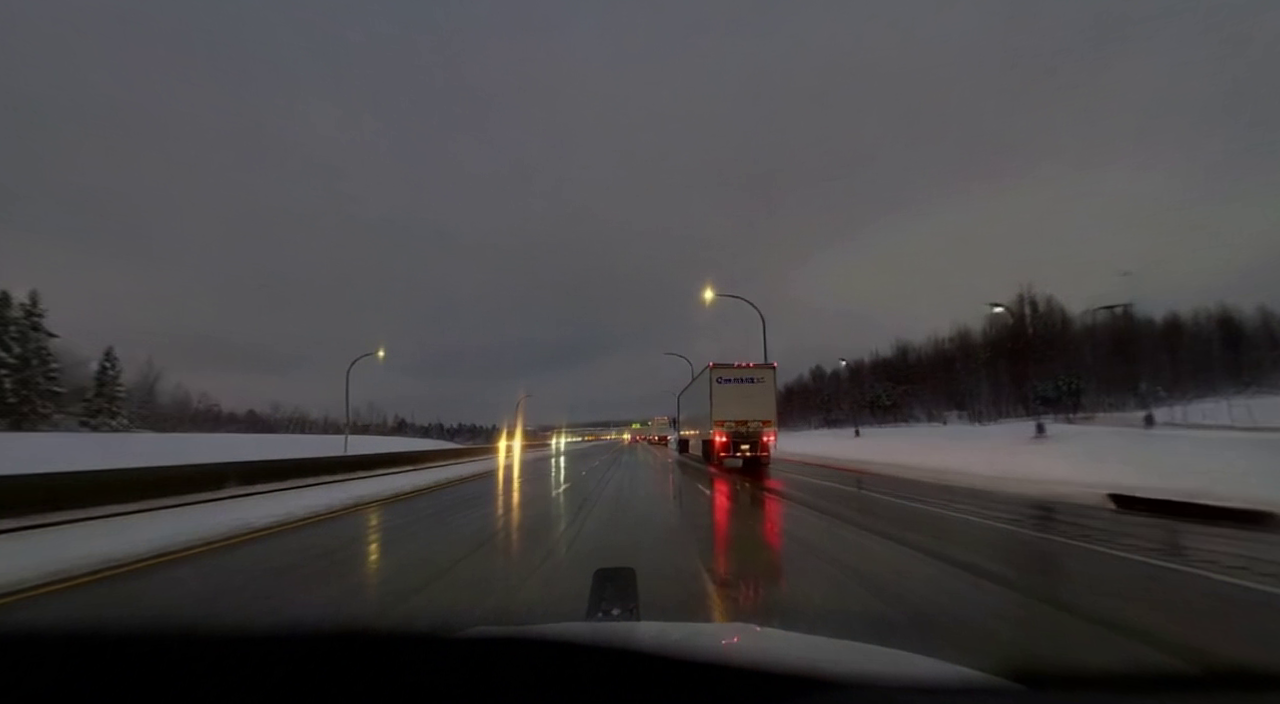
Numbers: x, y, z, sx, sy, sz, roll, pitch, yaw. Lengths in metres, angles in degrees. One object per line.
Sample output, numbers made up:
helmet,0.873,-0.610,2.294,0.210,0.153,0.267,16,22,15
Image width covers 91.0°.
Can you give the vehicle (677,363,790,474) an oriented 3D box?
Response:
vehicle,3.885,3.453,30.561,2.976,4.064,14.619,0,-8,-1
